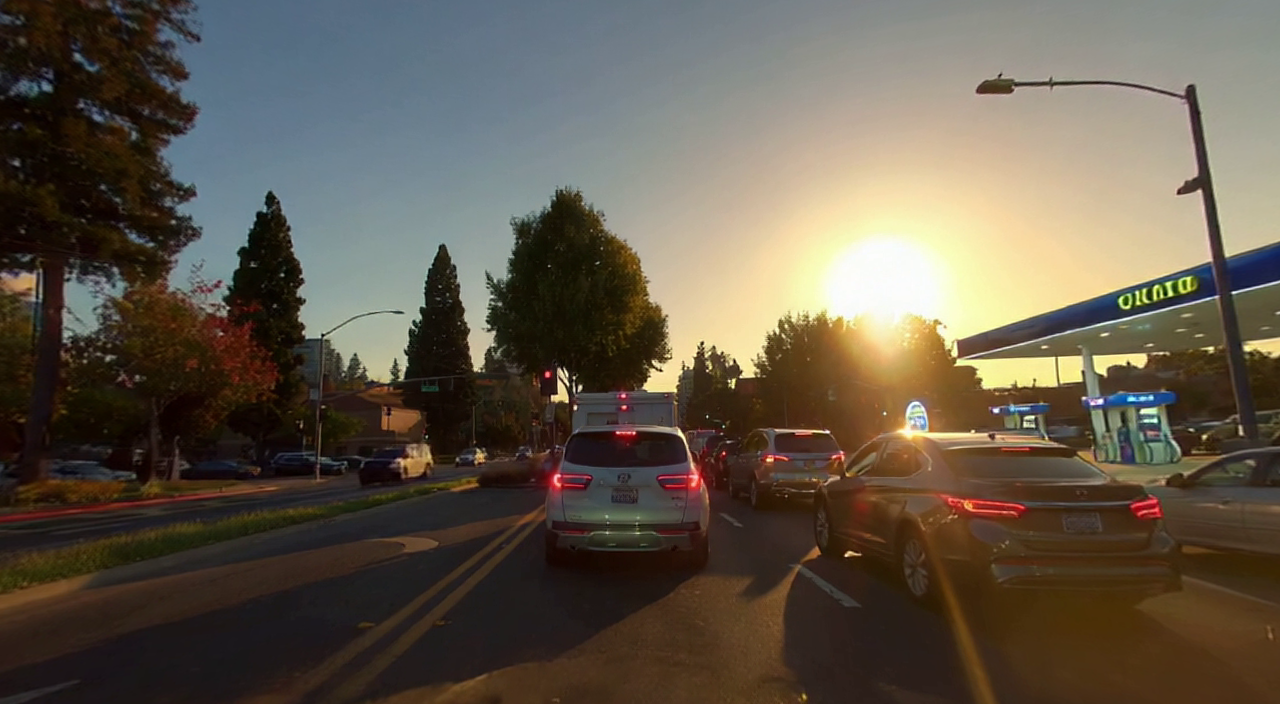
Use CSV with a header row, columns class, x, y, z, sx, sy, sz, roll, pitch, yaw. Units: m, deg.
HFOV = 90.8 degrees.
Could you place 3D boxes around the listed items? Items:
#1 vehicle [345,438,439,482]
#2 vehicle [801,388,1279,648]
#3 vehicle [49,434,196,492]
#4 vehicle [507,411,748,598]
class,x,y,z,sx,sy,sz,roll,pitch,yaw
vehicle,-11.022,4.835,28.572,2.190,1.778,5.033,0,-9,0
vehicle,3.362,1.424,6.473,2.056,1.700,4.399,0,-9,-3
vehicle,-26.943,5.780,33.305,2.571,2.711,6.027,0,-9,0
vehicle,-0.154,1.615,7.474,2.106,1.613,3.697,0,-9,-1
